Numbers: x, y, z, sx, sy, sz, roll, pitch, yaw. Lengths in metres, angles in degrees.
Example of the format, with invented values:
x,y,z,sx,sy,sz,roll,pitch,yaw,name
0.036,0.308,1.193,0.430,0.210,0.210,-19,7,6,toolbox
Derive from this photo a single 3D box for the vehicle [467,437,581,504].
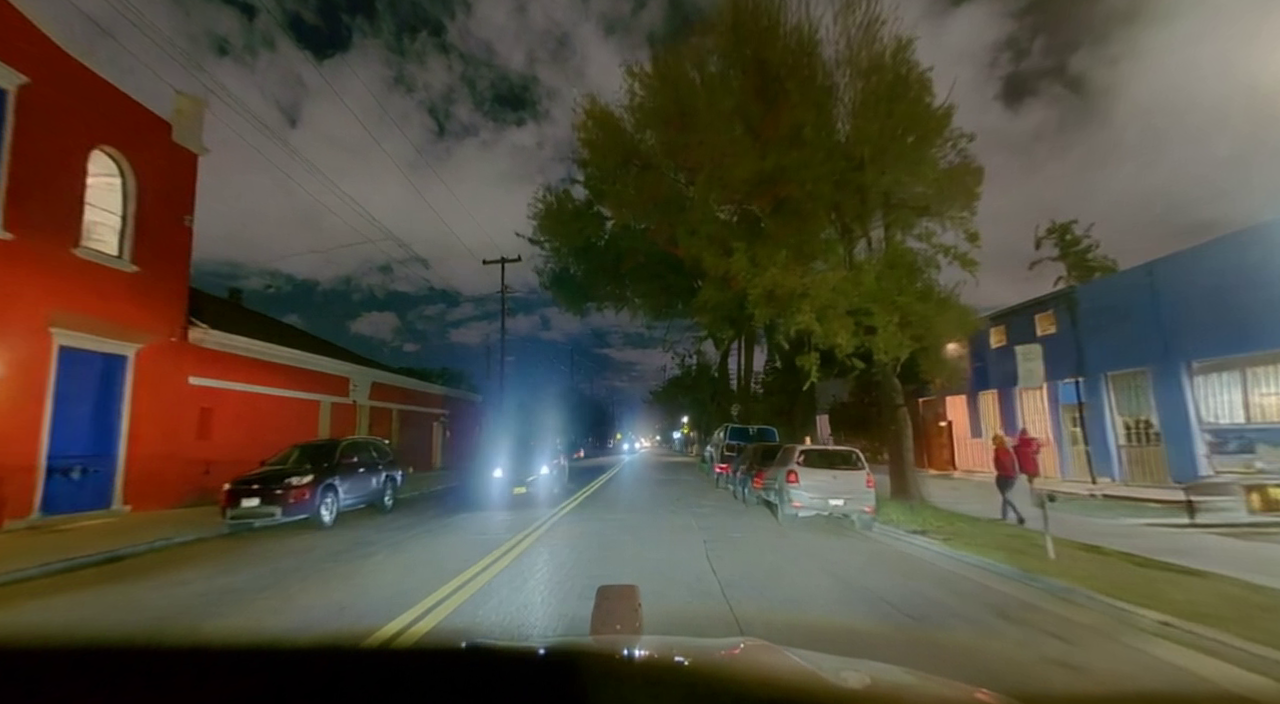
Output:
x,y,z,sx,sy,sz,roll,pitch,yaw,name
-2.882,3.080,16.798,2.036,1.515,4.437,-1,-9,2,vehicle

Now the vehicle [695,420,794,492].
x,y,z,sx,sy,sz,roll,pitch,yaw,name
3.148,3.288,20.199,2.263,1.996,4.870,0,-9,0,vehicle

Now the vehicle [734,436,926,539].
x,y,z,sx,sy,sz,roll,pitch,yaw,name
3.093,2.318,11.471,1.966,1.471,4.552,0,-9,-1,vehicle

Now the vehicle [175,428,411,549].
x,y,z,sx,sy,sz,roll,pitch,yaw,name
-6.351,2.487,12.313,2.140,1.746,4.385,-4,-8,0,vehicle
